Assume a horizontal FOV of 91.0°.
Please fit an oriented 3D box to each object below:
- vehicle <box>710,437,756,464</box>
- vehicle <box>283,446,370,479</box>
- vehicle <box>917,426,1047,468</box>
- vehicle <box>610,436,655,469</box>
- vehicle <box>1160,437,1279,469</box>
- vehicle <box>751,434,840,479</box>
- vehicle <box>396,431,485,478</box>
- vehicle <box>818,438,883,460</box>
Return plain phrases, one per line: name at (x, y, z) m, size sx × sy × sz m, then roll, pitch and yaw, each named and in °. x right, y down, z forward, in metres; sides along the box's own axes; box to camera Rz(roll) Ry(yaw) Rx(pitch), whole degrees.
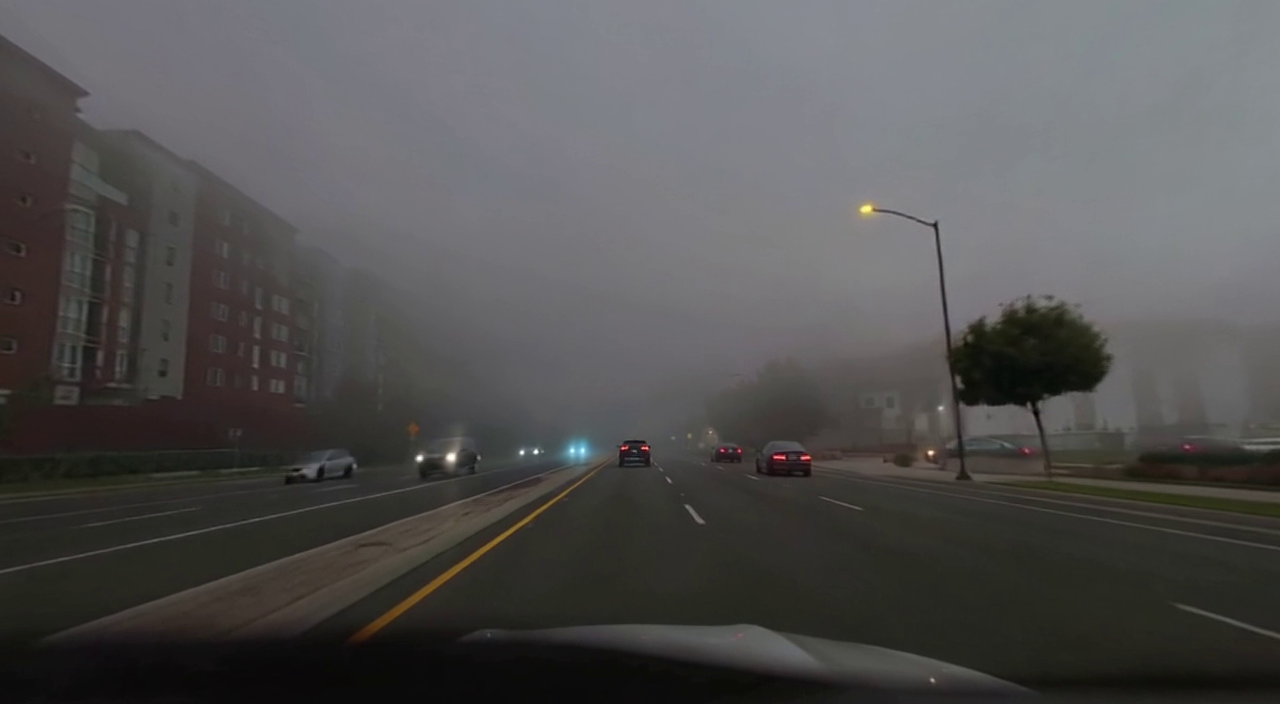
vehicle at (5.717, 6.137, 39.230) m, size 2.154 × 1.554 × 4.149 m, roll 0°, pitch -8°, yaw -2°
vehicle at (-15.800, 5.585, 32.047) m, size 1.977 × 1.514 × 4.720 m, roll 0°, pitch -8°, yaw 0°
vehicle at (17.679, 4.951, 32.718) m, size 5.388 × 2.082 × 2.328 m, roll 1°, pitch -9°, yaw -4°
vehicle at (-0.366, 5.092, 31.912) m, size 2.106 × 1.553 × 3.964 m, roll 0°, pitch -8°, yaw -1°
vehicle at (29.605, 5.150, 32.384) m, size 1.781 × 1.507 × 4.628 m, roll 0°, pitch -8°, yaw 2°
vehicle at (5.961, 4.069, 24.799) m, size 2.121 × 1.557 × 4.898 m, roll 0°, pitch -8°, yaw -1°
vehicle at (-8.671, 4.526, 27.970) m, size 2.357 × 1.894 × 4.864 m, roll 0°, pitch -8°, yaw 0°
vehicle at (16.628, 7.709, 49.995) m, size 2.194 × 1.666 × 4.576 m, roll 4°, pitch -9°, yaw -27°
